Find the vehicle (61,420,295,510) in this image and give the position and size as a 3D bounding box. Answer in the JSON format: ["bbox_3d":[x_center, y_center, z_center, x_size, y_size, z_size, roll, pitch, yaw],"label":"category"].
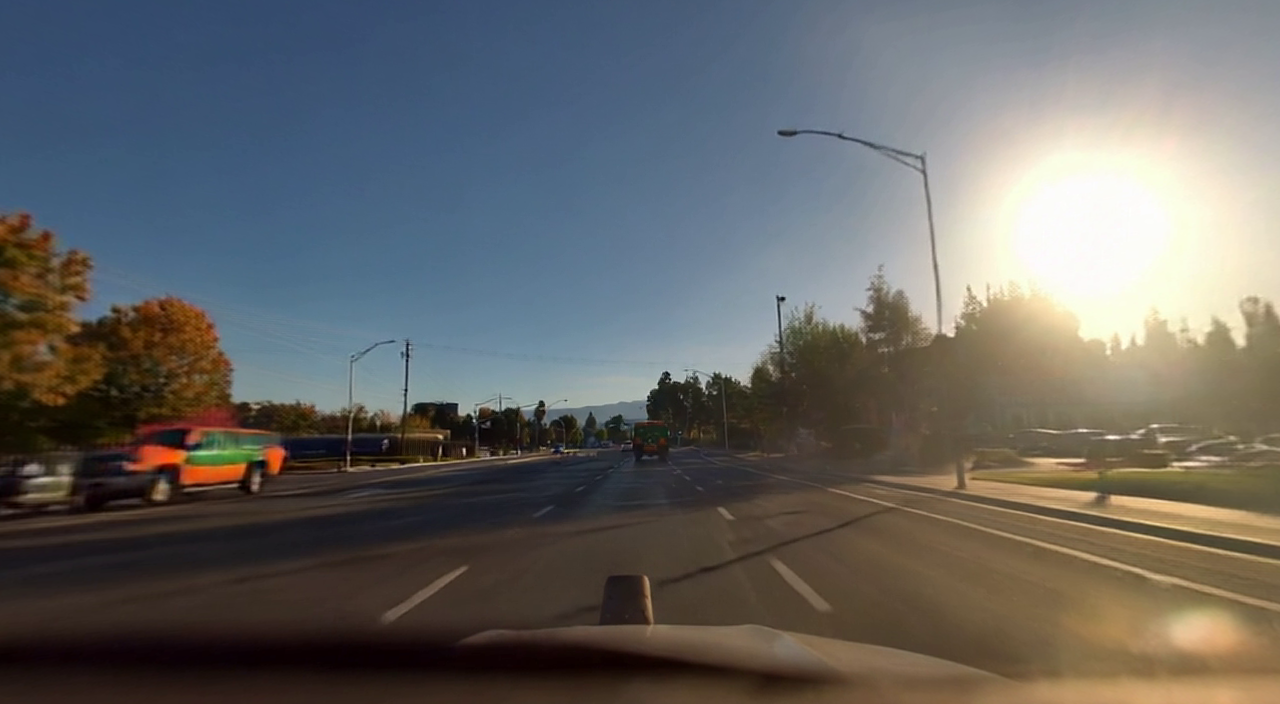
[{"bbox_3d":[-11.514,2.841,16.358,2.155,1.941,4.977,0,-8,2],"label":"vehicle"}]

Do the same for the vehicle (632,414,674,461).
[{"bbox_3d":[0.838,6.467,47.157,2.843,3.120,10.422,0,-8,0],"label":"vehicle"}]

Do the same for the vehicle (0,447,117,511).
[{"bbox_3d":[-19.392,3.831,19.354,2.165,1.795,5.003,0,-8,3],"label":"vehicle"}]
